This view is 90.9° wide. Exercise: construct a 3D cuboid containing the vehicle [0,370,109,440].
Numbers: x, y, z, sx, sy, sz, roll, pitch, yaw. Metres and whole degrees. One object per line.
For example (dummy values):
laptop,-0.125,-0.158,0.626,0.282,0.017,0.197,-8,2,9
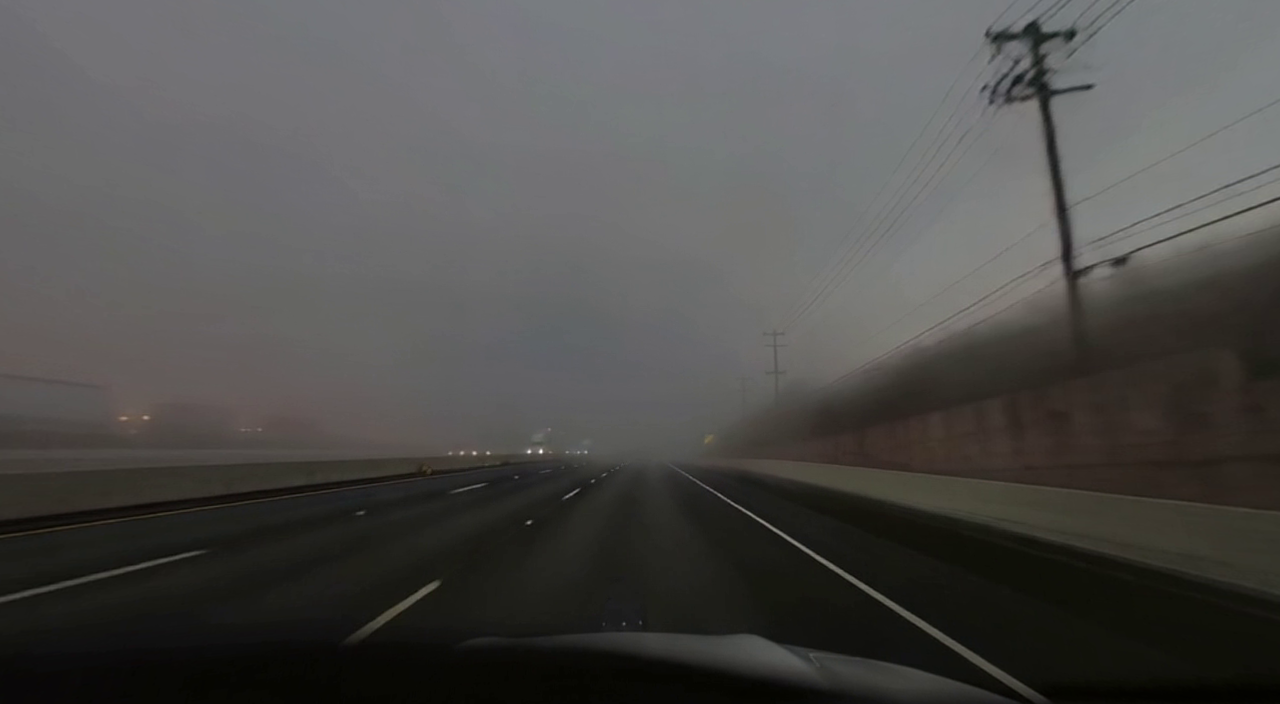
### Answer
vehicle,-41.647,3.119,39.114,2.823,4.002,15.316,-4,-10,6
